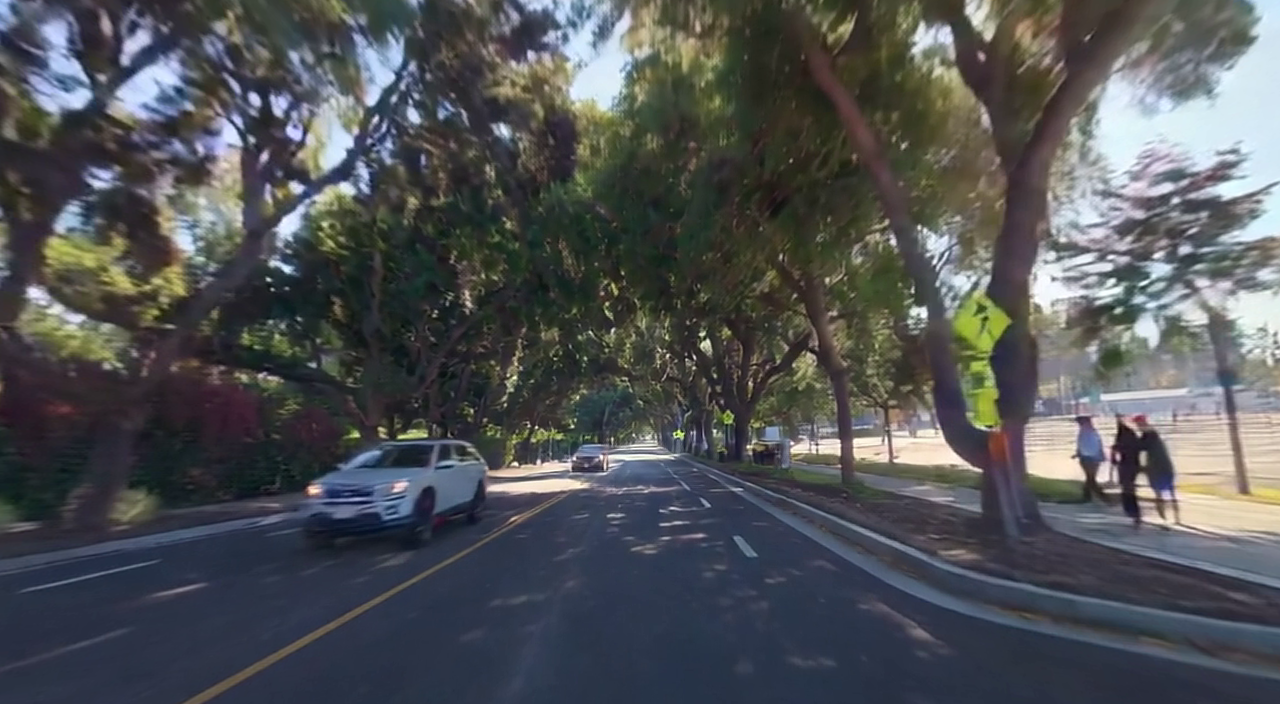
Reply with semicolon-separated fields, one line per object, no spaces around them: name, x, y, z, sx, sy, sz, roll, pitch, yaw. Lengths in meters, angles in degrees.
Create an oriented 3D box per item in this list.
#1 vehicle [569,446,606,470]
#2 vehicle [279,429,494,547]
vehicle;-3.500;7.164;43.026;1.967;1.499;4.287;-1;-8;2
vehicle;-3.987;2.183;10.785;1.898;1.606;3.927;-1;-8;2
